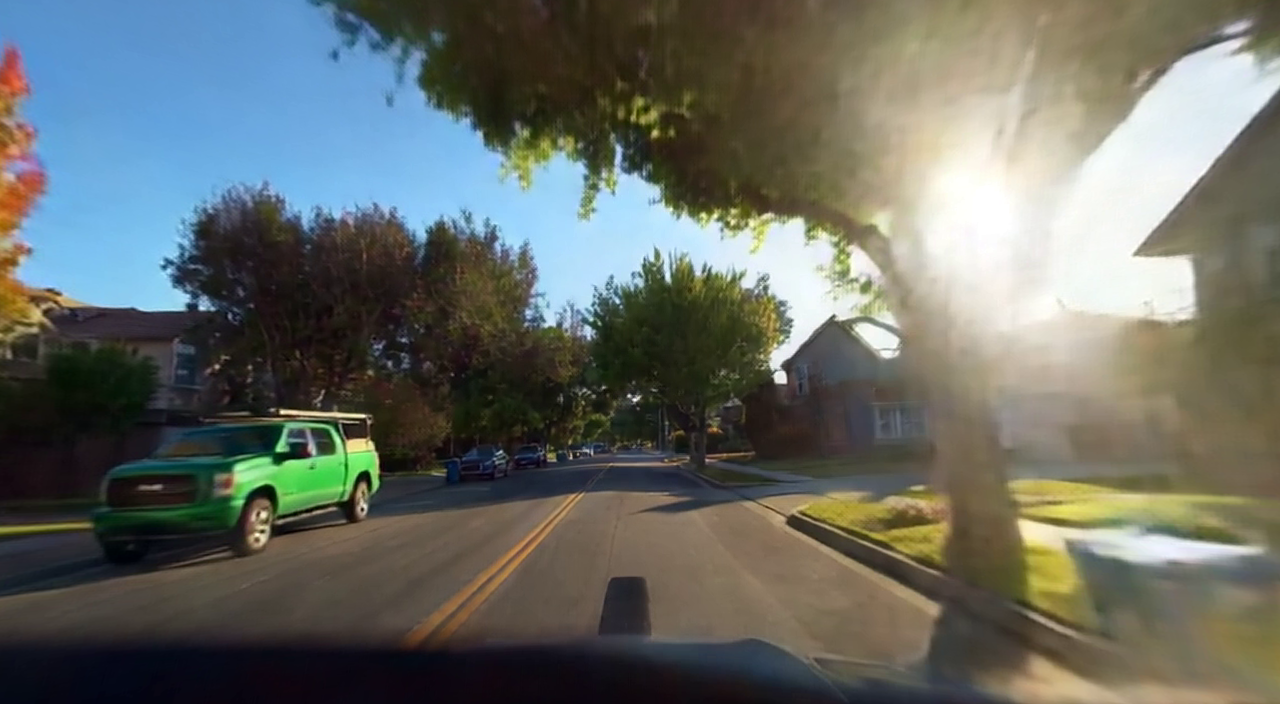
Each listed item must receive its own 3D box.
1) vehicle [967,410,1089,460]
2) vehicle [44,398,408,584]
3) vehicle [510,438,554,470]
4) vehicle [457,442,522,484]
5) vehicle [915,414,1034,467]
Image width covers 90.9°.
[{"bbox_3d":[14.769,3.249,24.340,1.915,1.740,4.309,1,-9,-1],"label":"vehicle"},{"bbox_3d":[-6.330,1.974,10.907,2.223,2.115,5.707,5,-4,1],"label":"vehicle"},{"bbox_3d":[-7.014,6.671,41.523,2.169,1.871,4.762,-3,-8,-2],"label":"vehicle"},{"bbox_3d":[-6.658,4.902,28.338,1.945,1.530,4.430,-4,-7,-2],"label":"vehicle"},{"bbox_3d":[12.669,3.376,24.291,1.936,1.687,4.714,-5,-7,1],"label":"vehicle"}]
